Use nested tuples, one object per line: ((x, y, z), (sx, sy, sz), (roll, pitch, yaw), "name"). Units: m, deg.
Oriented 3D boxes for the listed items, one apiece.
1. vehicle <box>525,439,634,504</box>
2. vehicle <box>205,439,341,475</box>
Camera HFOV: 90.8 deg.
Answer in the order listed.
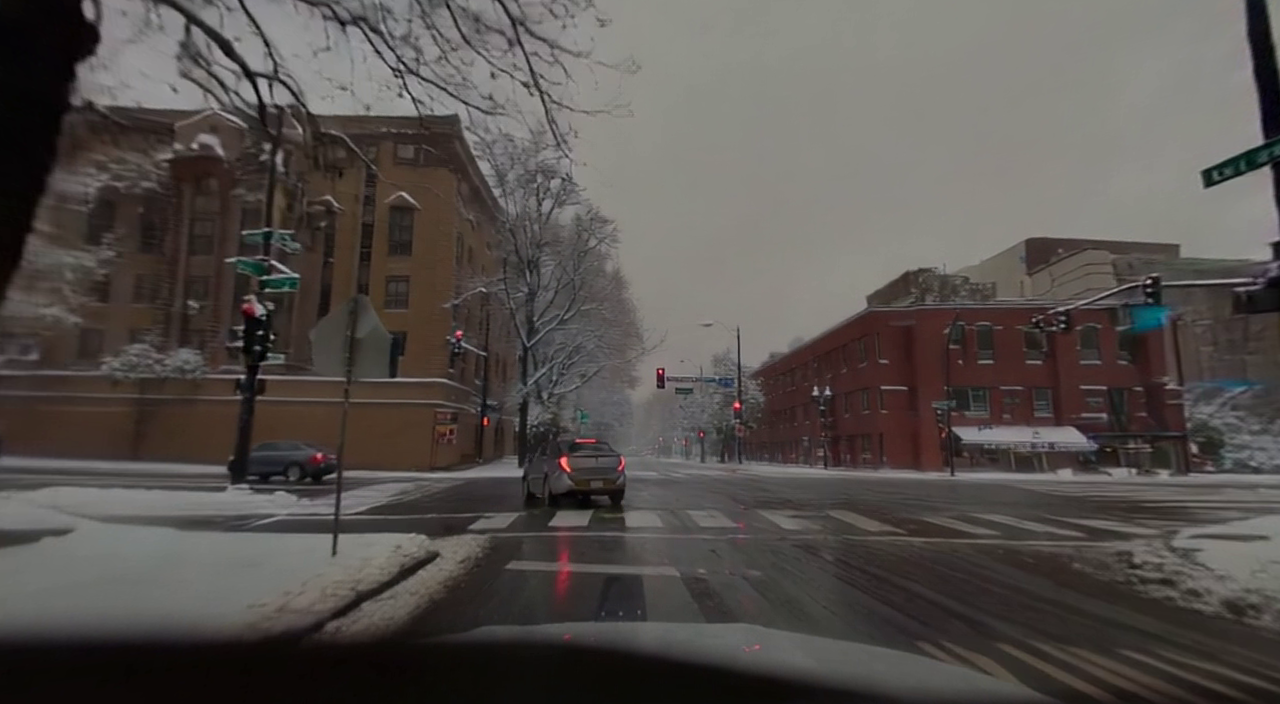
((-1.795, 3.154, 17.169), (2.106, 1.482, 4.459), (2, -9, -16), "vehicle")
((-15.511, 4.448, 26.862), (4.627, 1.468, 1.871), (-1, -9, 3), "vehicle")
